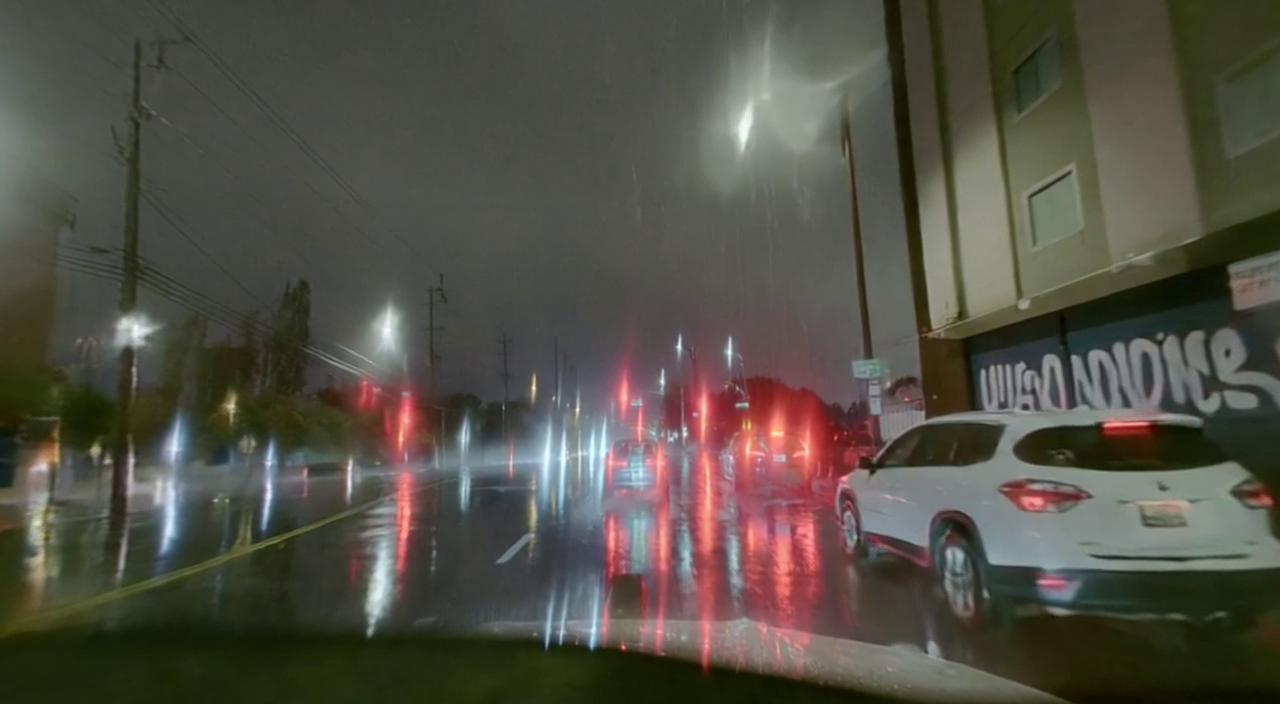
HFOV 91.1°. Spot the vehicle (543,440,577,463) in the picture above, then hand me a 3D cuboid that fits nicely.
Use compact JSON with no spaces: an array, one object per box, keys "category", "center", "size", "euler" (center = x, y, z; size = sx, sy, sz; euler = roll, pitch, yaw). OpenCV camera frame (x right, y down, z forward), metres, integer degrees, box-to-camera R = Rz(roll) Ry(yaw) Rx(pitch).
[{"category":"vehicle","center":[-6.036,7.576,47.836],"size":[2.059,1.699,4.252],"euler":[0,-9,1]}]

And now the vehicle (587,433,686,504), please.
[{"category":"vehicle","center":[-0.053,2.868,15.891],"size":[2.153,1.505,4.452],"euler":[0,-9,1]}]

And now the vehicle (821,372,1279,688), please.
[{"category":"vehicle","center":[3.283,1.295,5.694],"size":[1.938,1.714,4.402],"euler":[0,-9,0]}]

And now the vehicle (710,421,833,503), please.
[{"category":"vehicle","center":[3.172,2.782,16.233],"size":[2.060,1.783,4.579],"euler":[0,-9,-1]}]
